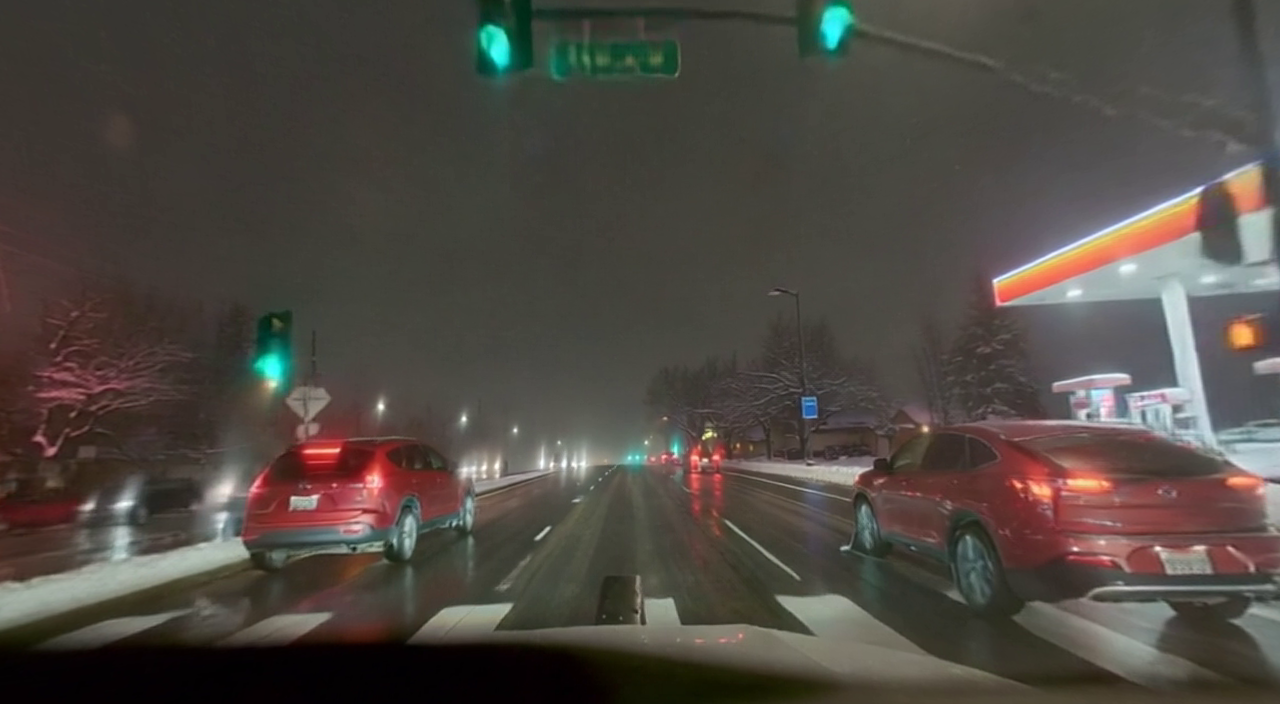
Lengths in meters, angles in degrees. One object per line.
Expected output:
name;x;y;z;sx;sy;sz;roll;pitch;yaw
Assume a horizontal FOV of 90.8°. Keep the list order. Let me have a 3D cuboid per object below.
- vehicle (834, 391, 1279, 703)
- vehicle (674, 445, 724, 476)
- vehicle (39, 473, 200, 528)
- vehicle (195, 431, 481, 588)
vehicle;3.512;1.361;5.644;2.085;1.655;4.459;0;-8;-1
vehicle;3.366;6.246;36.700;2.066;1.699;4.419;0;-8;-5
vehicle;-17.768;5.045;21.904;1.817;1.483;4.426;0;-8;-1
vehicle;-3.685;1.955;8.713;1.935;1.617;4.045;0;-8;0
